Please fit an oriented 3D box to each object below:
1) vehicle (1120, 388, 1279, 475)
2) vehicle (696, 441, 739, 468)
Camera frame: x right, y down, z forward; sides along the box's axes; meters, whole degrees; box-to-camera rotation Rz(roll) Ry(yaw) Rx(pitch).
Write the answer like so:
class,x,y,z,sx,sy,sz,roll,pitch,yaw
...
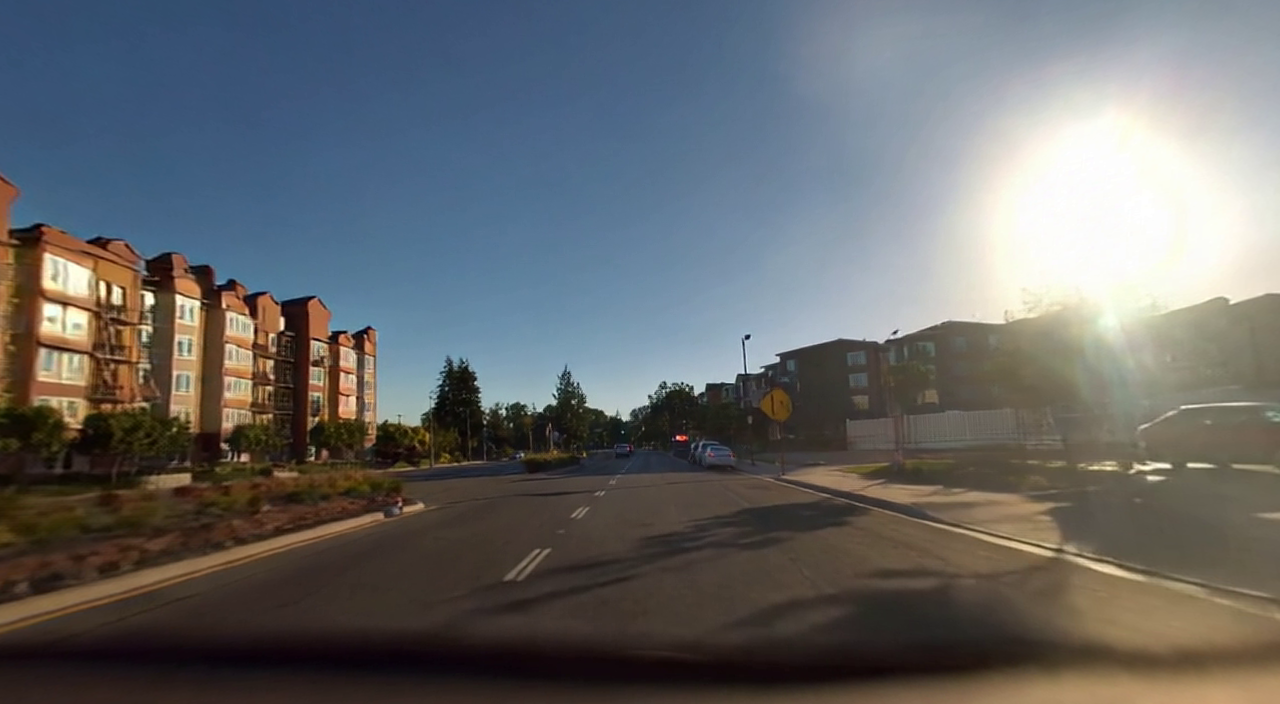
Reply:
class,x,y,z,sx,sy,sz,roll,pitch,yaw
vehicle,14.850,2.011,15.606,2.202,1.822,4.978,-1,-8,4
vehicle,4.740,6.362,39.313,2.085,1.509,5.134,0,-8,1
